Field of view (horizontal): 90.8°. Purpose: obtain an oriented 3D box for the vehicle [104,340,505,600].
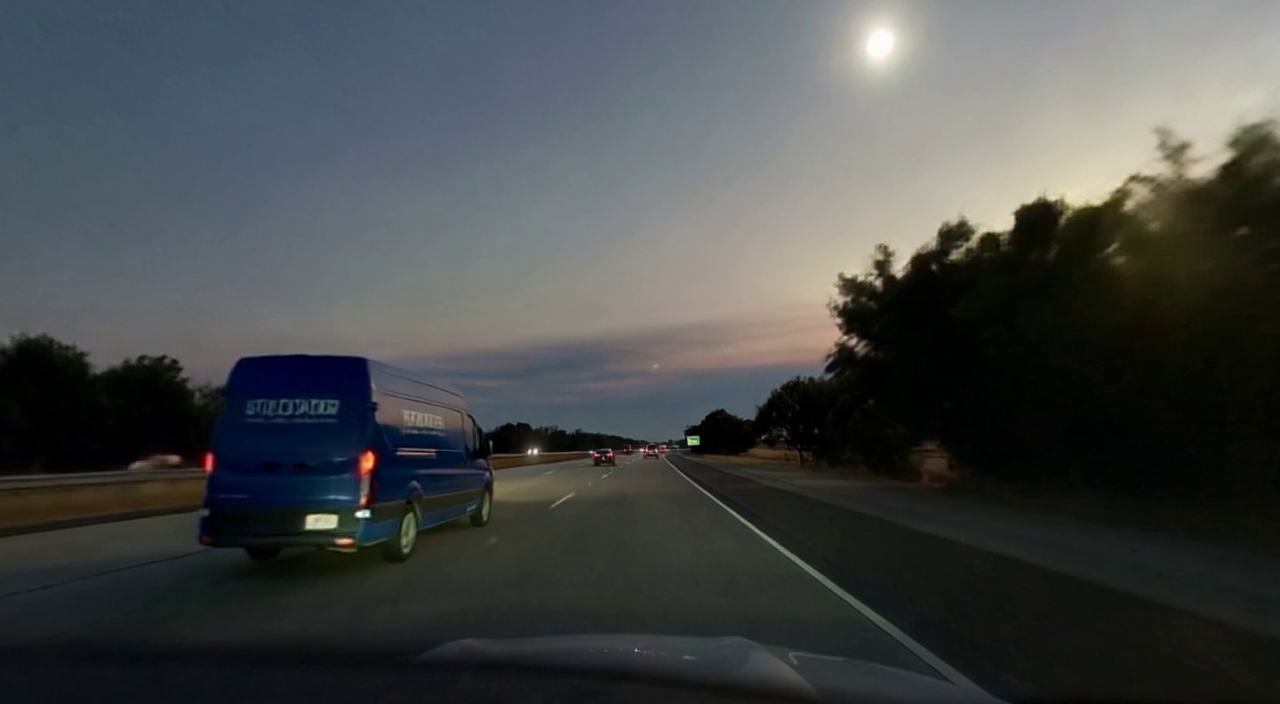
[{"bbox_3d":[-3.610,1.446,8.428,2.360,2.367,5.223,0,-9,1],"label":"vehicle"}]
